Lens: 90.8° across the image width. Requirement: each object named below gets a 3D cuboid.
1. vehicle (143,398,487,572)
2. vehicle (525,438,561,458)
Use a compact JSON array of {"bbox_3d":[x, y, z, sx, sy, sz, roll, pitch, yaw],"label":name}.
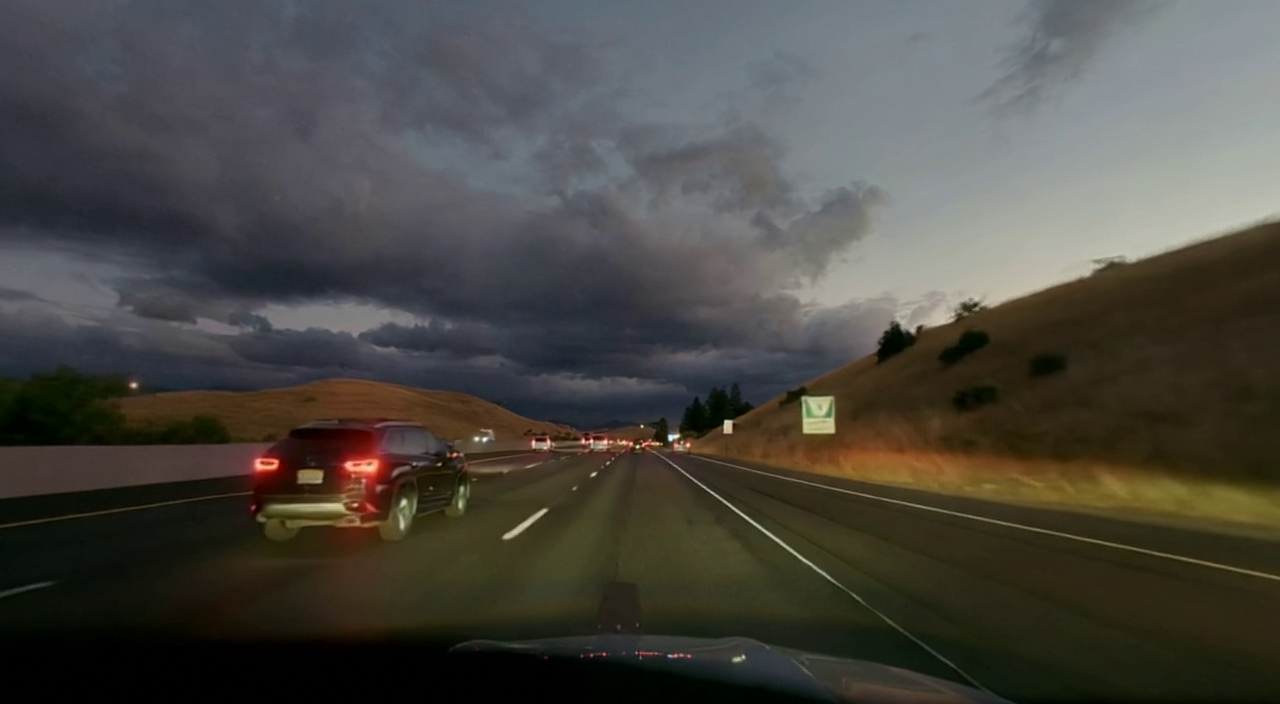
[{"bbox_3d":[-3.768,1.652,8.606,2.166,1.700,4.661,0,-8,0],"label":"vehicle"},{"bbox_3d":[-7.450,7.376,48.710,2.020,1.447,4.322,0,-8,1],"label":"vehicle"}]
